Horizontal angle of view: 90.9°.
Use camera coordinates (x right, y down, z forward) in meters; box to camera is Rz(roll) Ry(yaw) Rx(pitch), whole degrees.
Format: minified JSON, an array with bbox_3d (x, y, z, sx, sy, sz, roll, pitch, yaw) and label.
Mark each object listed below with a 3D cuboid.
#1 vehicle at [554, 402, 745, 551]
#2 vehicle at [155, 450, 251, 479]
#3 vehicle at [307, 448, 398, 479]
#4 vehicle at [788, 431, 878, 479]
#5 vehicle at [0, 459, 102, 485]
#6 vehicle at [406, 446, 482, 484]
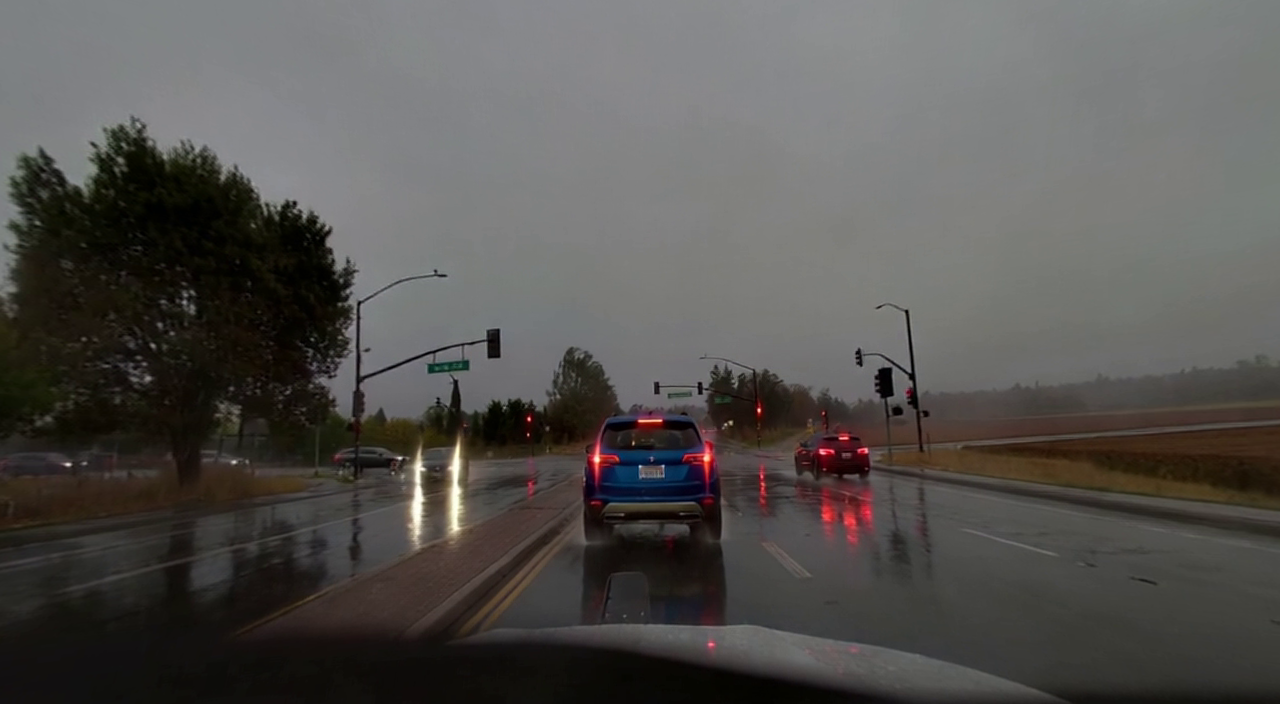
[{"bbox_3d":[0.109,1.807,9.756,2.298,1.770,4.138,0,-8,0],"label":"vehicle"},{"bbox_3d":[-27.386,7.048,39.586,4.608,1.680,2.026,-1,-8,4],"label":"vehicle"},{"bbox_3d":[-16.498,6.371,36.233,4.510,1.606,2.192,-4,-9,22],"label":"vehicle"},{"bbox_3d":[7.198,3.892,24.067,2.012,1.636,4.352,0,-8,0],"label":"vehicle"},{"bbox_3d":[-36.456,7.354,38.885,4.559,1.458,2.265,-1,-8,2],"label":"vehicle"},{"bbox_3d":[-8.708,4.899,27.769,2.425,1.480,4.707,4,-9,-26],"label":"vehicle"}]
